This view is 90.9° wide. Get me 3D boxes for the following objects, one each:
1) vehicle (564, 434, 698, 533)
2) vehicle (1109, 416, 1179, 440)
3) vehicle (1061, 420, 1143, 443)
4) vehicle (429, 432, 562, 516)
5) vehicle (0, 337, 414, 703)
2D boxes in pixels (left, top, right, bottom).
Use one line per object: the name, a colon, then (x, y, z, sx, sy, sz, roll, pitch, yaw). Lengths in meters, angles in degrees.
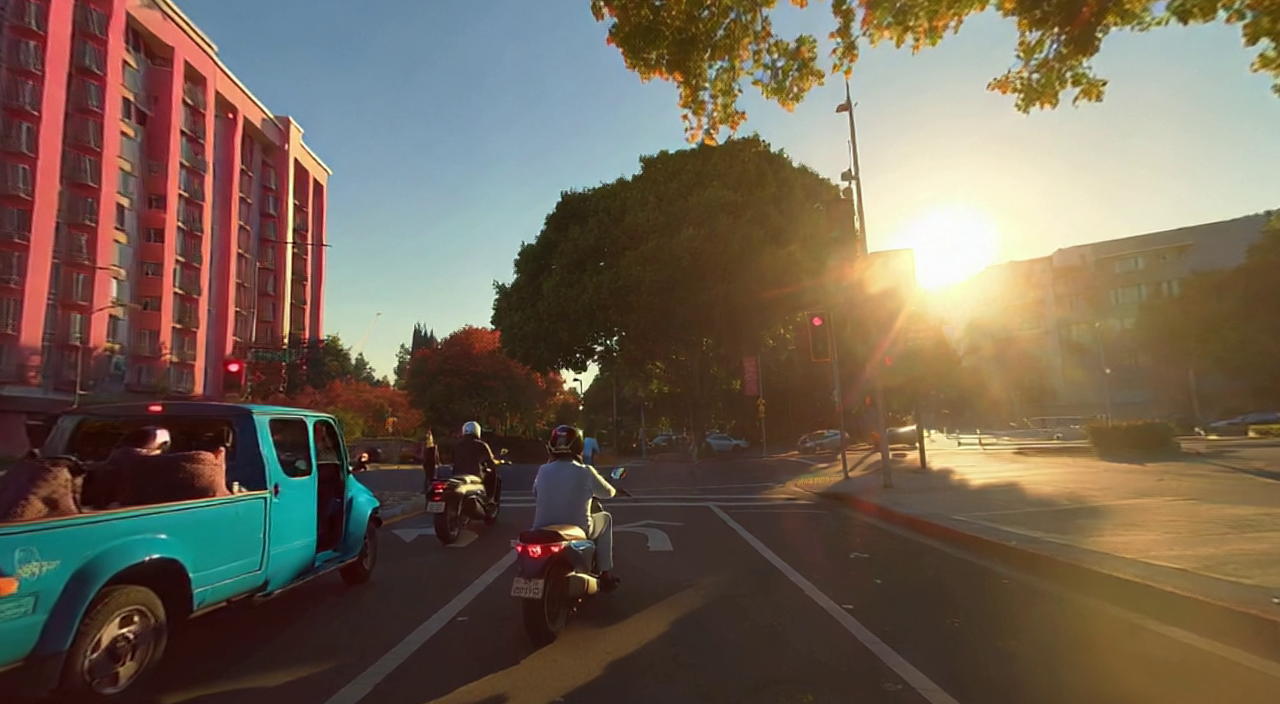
vehicle: (-0.099, 2.302, 11.622, 2.025, 1.458, 4.085, -1, -9, 1)
vehicle: (37.052, 5.611, 46.378, 1.716, 1.543, 3.682, 8, -12, -41)
vehicle: (30.826, 5.334, 42.113, 1.751, 1.420, 4.027, 8, -12, -43)
vehicle: (-3.098, 2.711, 14.451, 1.935, 1.615, 4.073, -1, -9, 2)
vehicle: (-3.582, 1.169, 4.626, 2.000, 1.809, 4.855, 0, -9, 1)
